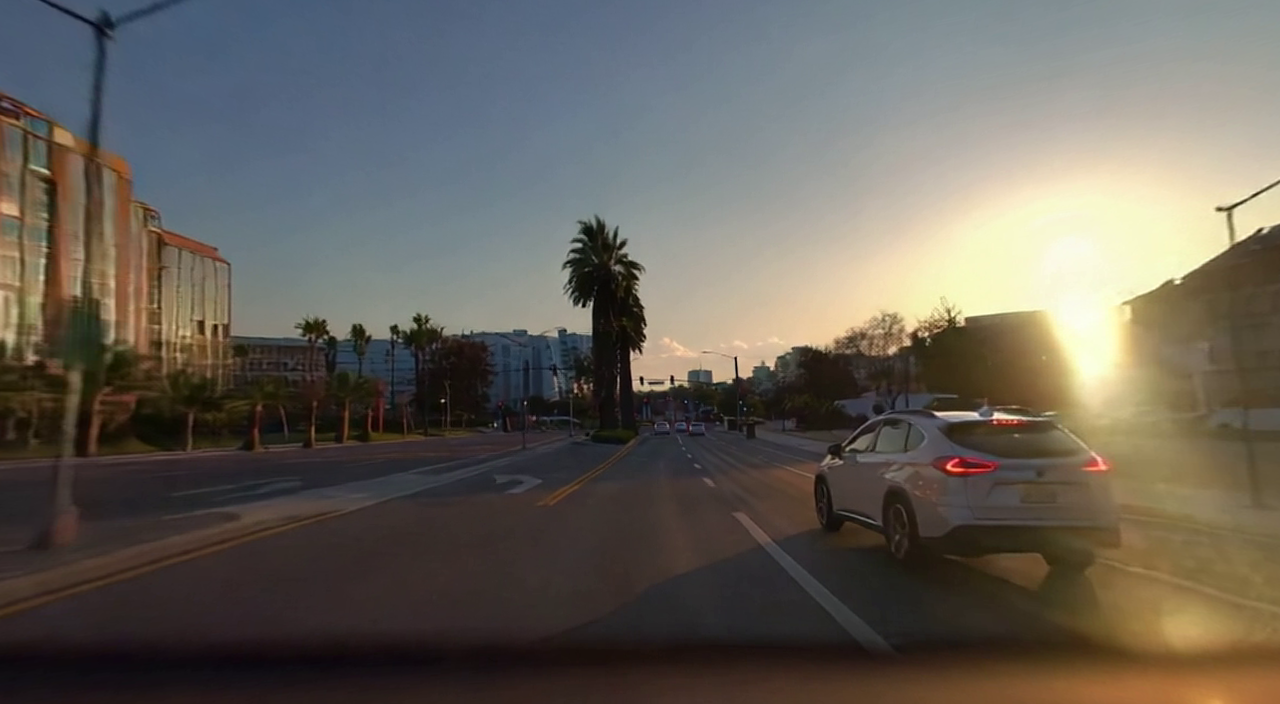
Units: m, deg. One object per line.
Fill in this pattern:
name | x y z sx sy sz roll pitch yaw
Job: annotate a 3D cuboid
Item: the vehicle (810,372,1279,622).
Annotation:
vehicle | 3.661 1.397 6.981 2.219 1.795 4.718 0 -9 0
